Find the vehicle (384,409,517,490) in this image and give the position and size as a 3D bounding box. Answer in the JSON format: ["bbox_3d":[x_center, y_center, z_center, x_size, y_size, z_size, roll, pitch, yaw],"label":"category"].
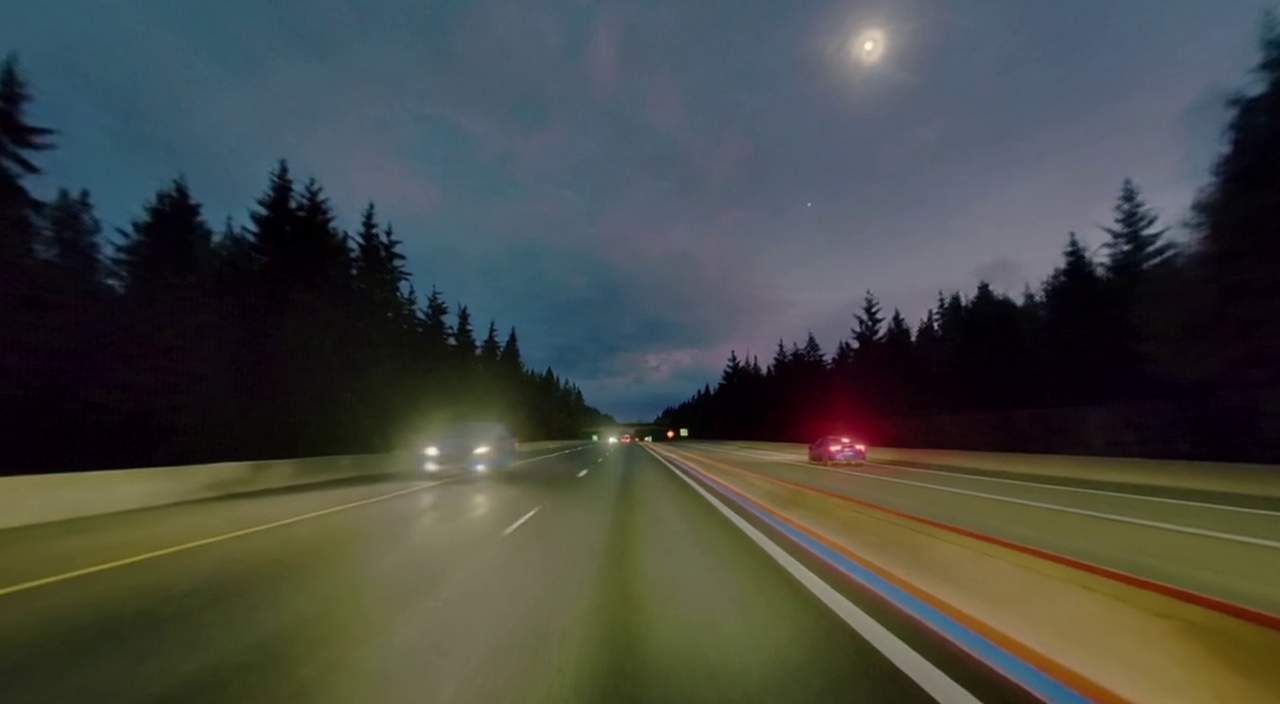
[{"bbox_3d":[-5.141,2.742,18.039,2.272,1.960,5.191,0,-8,-1],"label":"vehicle"}]
